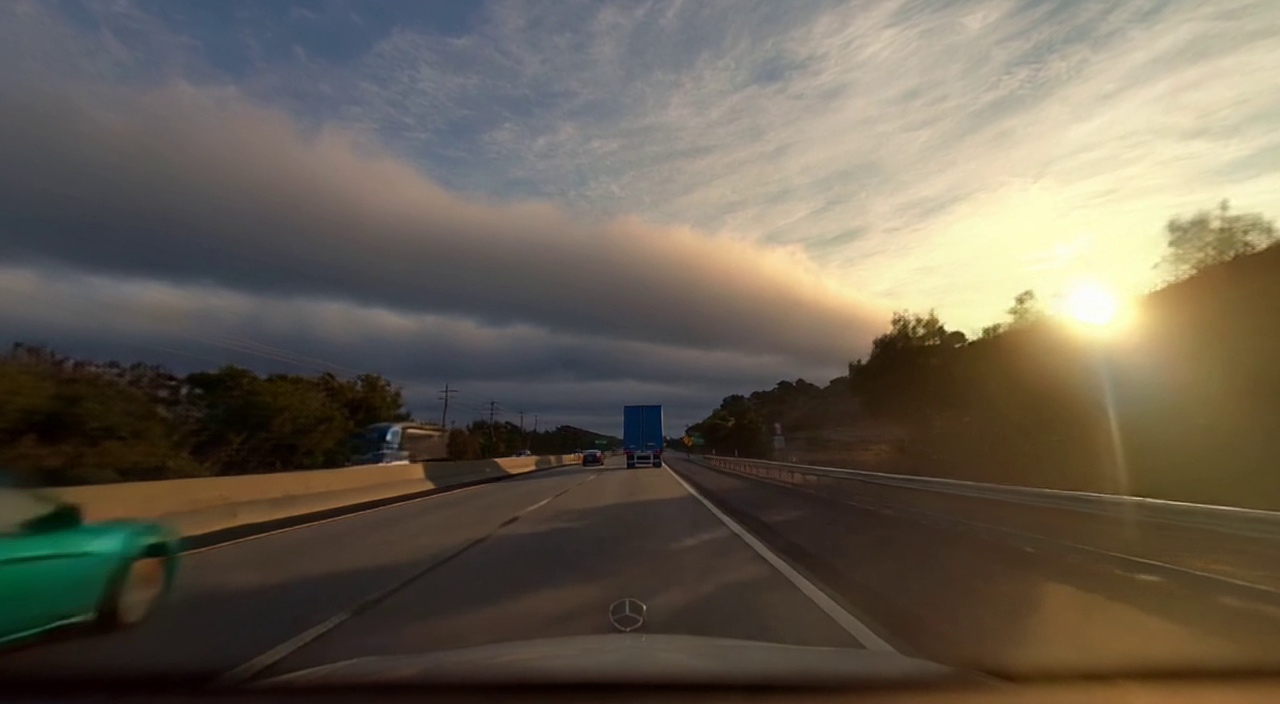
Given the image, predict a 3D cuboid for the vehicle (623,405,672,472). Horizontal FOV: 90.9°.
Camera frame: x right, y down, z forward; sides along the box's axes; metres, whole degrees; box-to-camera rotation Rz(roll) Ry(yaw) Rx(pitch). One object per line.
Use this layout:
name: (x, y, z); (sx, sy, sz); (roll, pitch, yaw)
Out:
vehicle: (0.497, 5.888, 42.467); (2.899, 3.966, 10.053); (0, -9, 1)

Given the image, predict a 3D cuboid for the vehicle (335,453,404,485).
vehicle: (-13.256, 5.743, 31.123); (1.660, 1.399, 3.788); (0, -9, 1)

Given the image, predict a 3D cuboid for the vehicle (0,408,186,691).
vehicle: (-4.546, 0.937, 2.498); (2.051, 1.538, 4.569); (0, -9, 0)

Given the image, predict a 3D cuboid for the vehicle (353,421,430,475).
vehicle: (-17.545, 6.834, 44.962); (2.958, 3.590, 6.128); (0, -9, 0)

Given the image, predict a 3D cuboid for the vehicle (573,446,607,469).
vehicle: (-3.654, 7.759, 46.463); (2.063, 1.583, 4.049); (0, -9, 1)
